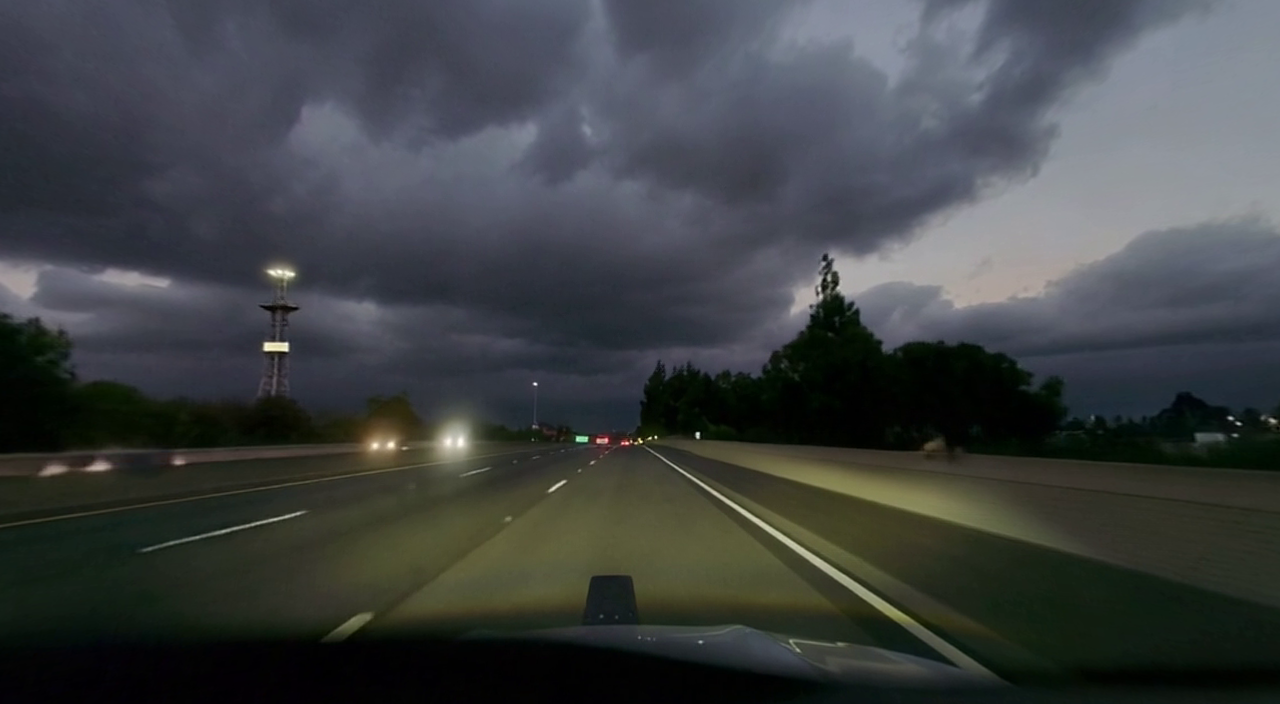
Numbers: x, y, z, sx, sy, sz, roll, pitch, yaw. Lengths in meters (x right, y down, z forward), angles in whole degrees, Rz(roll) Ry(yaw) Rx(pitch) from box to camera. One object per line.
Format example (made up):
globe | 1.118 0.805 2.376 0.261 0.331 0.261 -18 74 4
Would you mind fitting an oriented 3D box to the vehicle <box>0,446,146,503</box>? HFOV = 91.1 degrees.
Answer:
vehicle | -17.702 3.668 19.352 1.807 1.489 3.962 0 -8 -1
